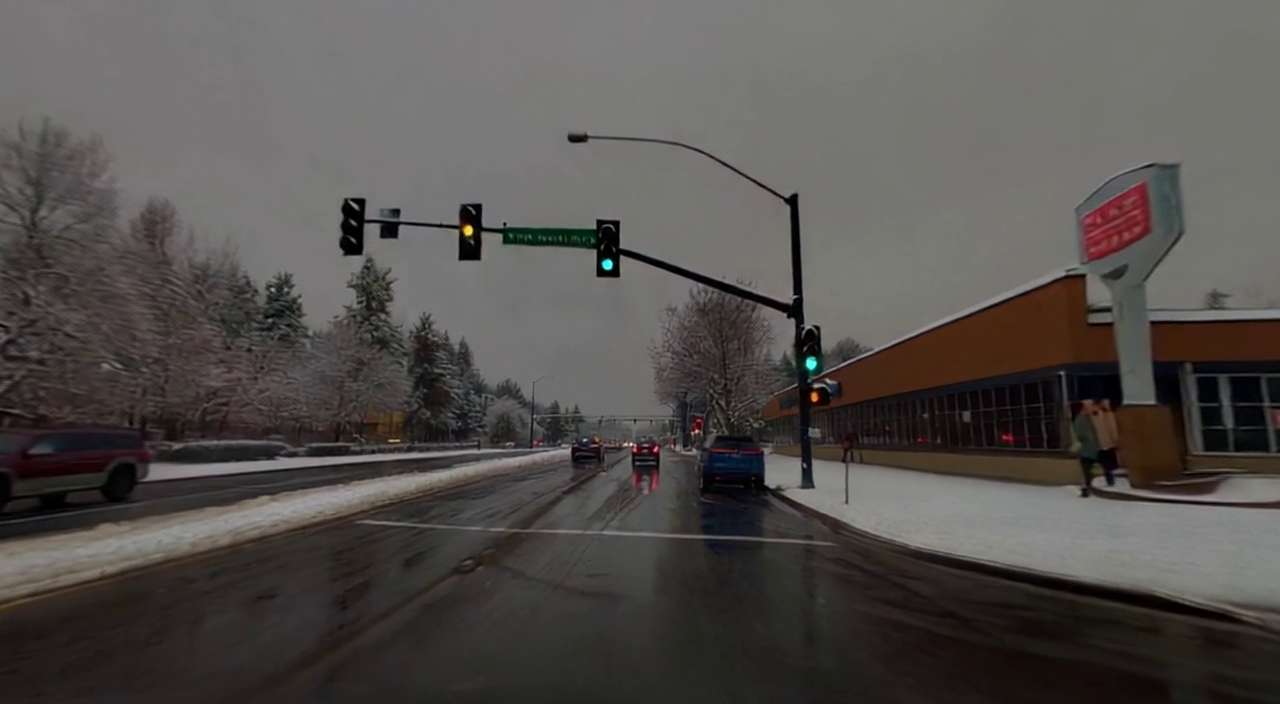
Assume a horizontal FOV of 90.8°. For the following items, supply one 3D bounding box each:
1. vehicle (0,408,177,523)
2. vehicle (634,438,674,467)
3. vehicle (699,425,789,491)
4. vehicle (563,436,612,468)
[{"bbox_3d":[-11.998,2.151,12.225,2.260,1.921,4.902,0,-8,1],"label":"vehicle"},{"bbox_3d":[0.791,5.520,34.961,2.085,1.475,3.976,0,-8,2],"label":"vehicle"},{"bbox_3d":[3.164,3.362,20.365,2.175,1.850,5.118,0,-8,2],"label":"vehicle"},{"bbox_3d":[-2.564,5.011,31.901,1.921,1.477,4.083,-1,-8,3],"label":"vehicle"}]
